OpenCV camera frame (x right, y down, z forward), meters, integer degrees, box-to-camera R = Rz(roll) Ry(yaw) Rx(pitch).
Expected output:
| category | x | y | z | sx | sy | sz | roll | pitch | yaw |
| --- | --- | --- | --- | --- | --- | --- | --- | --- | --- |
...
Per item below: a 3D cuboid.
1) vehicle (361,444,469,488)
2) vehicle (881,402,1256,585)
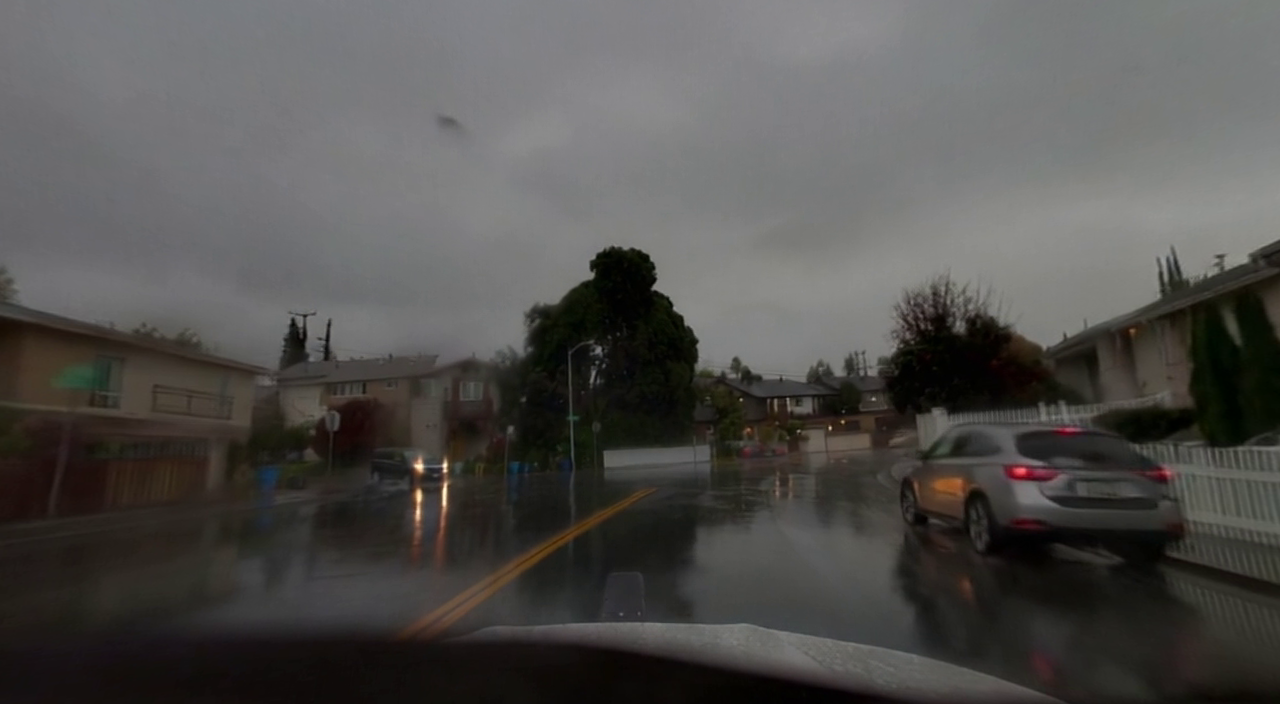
| category | x | y | z | sx | sy | sz | roll | pitch | yaw |
| --- | --- | --- | --- | --- | --- | --- | --- | --- | --- |
| vehicle | -9.500 | 4.746 | 26.641 | 4.270 | 1.683 | 1.984 | -5 | -10 | 31 |
| vehicle | 4.902 | 1.668 | 8.274 | 2.105 | 1.705 | 4.392 | -1 | -9 | 5 |
